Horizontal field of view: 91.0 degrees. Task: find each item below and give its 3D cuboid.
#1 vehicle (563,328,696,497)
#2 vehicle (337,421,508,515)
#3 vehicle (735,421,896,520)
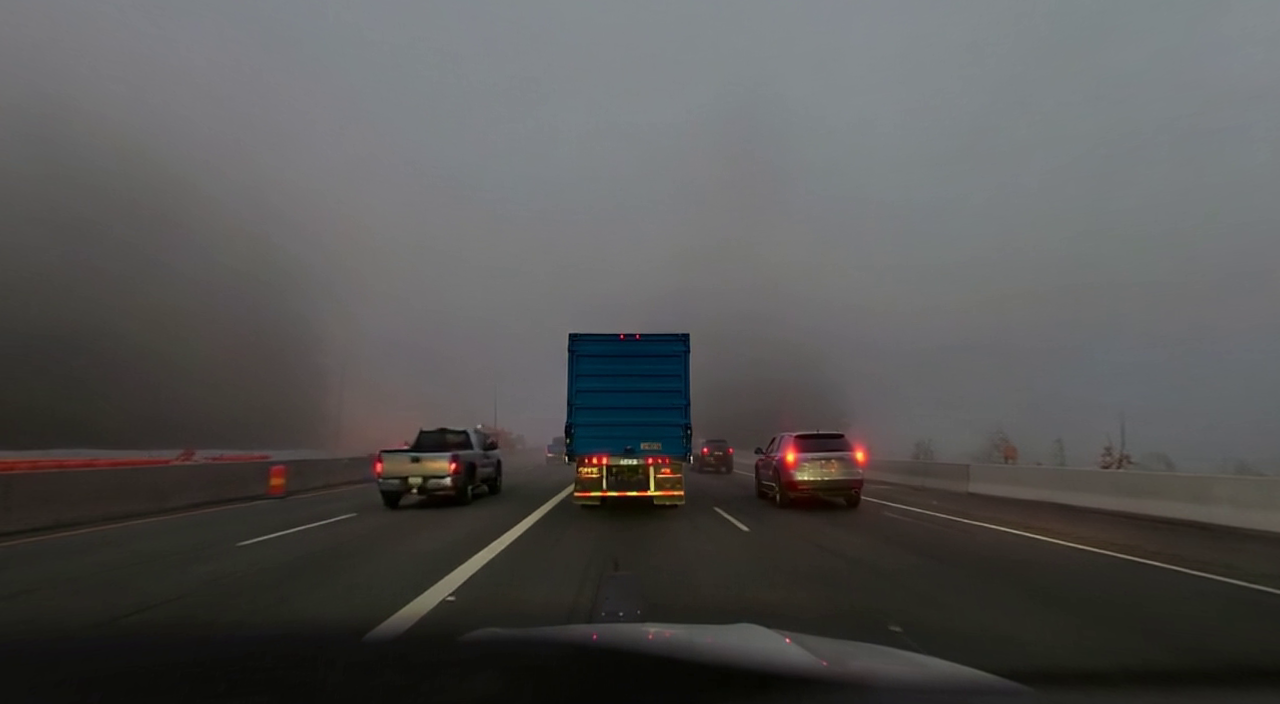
[{"bbox_3d":[-0.303,2.150,19.785,3.067,3.940,10.154,0,-9,-1],"label":"vehicle"},{"bbox_3d":[-4.566,2.530,14.153,2.095,1.736,4.529,0,-9,2],"label":"vehicle"},{"bbox_3d":[3.406,2.402,13.180,2.103,1.713,4.173,0,-9,-1],"label":"vehicle"}]
